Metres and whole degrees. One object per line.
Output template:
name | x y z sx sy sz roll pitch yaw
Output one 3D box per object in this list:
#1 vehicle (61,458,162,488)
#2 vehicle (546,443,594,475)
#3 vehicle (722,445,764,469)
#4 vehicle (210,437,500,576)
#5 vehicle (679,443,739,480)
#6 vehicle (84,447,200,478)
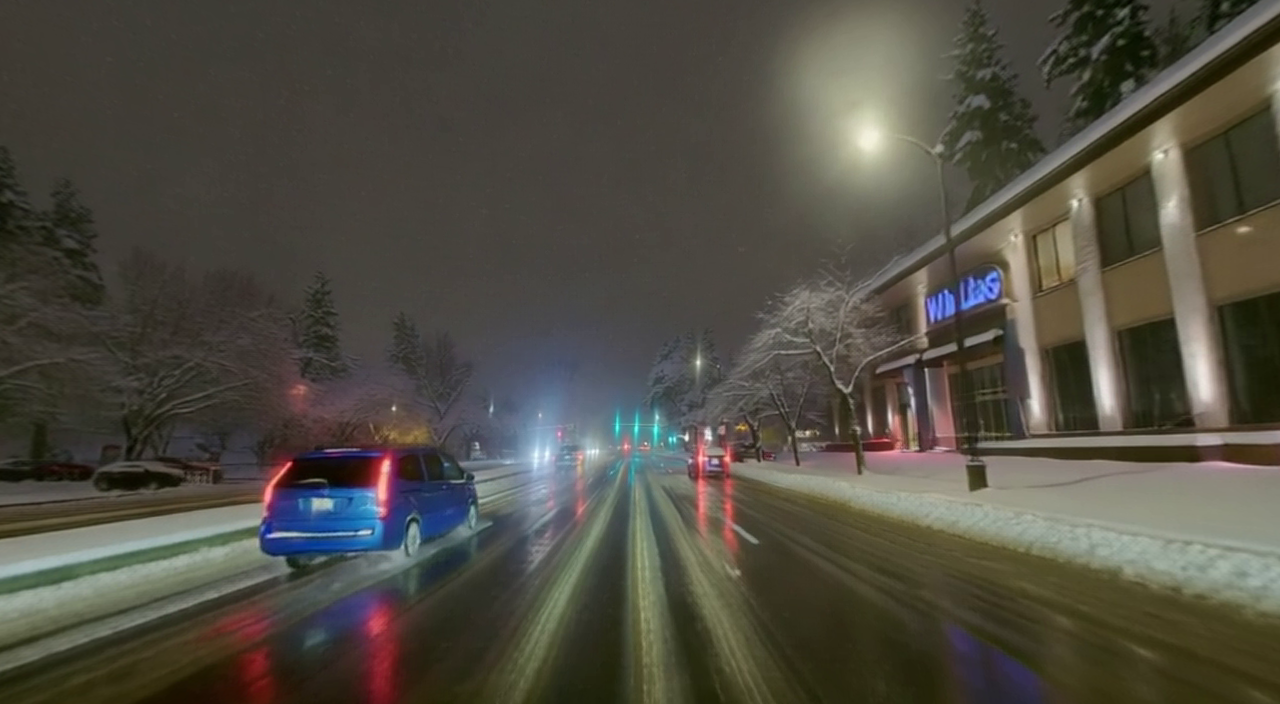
vehicle | -29.105 6.664 34.872 3.907 1.533 1.829 0 -9 -1
vehicle | -3.869 6.005 35.680 2.145 1.694 4.642 0 -8 1
vehicle | 6.621 6.798 41.049 1.896 1.479 4.416 0 -9 -2
vehicle | -3.540 1.991 9.012 2.060 1.466 4.387 0 -9 0
vehicle | 2.929 4.762 27.744 1.961 1.482 4.538 0 -9 -2
vehicle | -29.488 6.524 37.523 4.987 1.709 2.267 -1 -9 2
